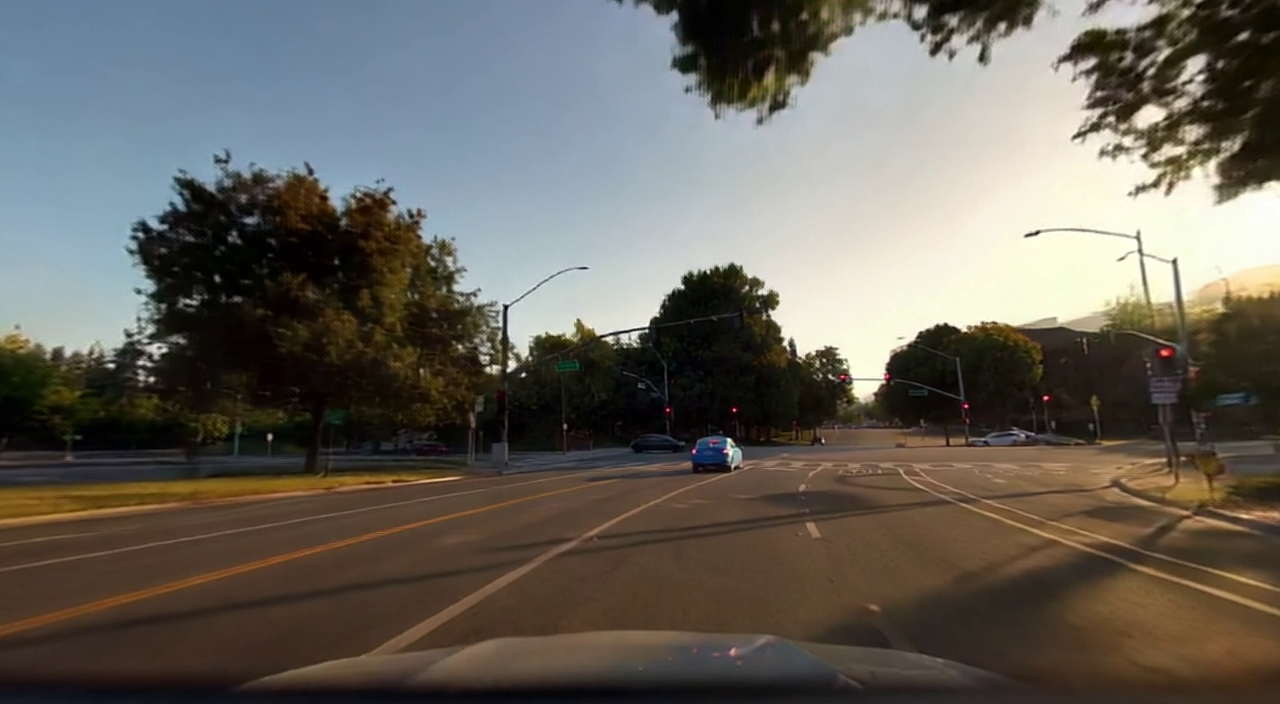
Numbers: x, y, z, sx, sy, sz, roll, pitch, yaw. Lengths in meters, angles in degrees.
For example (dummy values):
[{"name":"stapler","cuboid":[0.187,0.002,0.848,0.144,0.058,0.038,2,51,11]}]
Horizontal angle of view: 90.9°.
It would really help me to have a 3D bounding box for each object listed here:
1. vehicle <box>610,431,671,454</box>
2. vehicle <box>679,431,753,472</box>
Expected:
[{"name":"vehicle","cuboid":[0.041,7.132,49.582,4.406,1.661,1.857,-4,-9,23]},{"name":"vehicle","cuboid":[3.300,4.222,26.818,2.055,1.573,4.065,-4,-9,23]}]
